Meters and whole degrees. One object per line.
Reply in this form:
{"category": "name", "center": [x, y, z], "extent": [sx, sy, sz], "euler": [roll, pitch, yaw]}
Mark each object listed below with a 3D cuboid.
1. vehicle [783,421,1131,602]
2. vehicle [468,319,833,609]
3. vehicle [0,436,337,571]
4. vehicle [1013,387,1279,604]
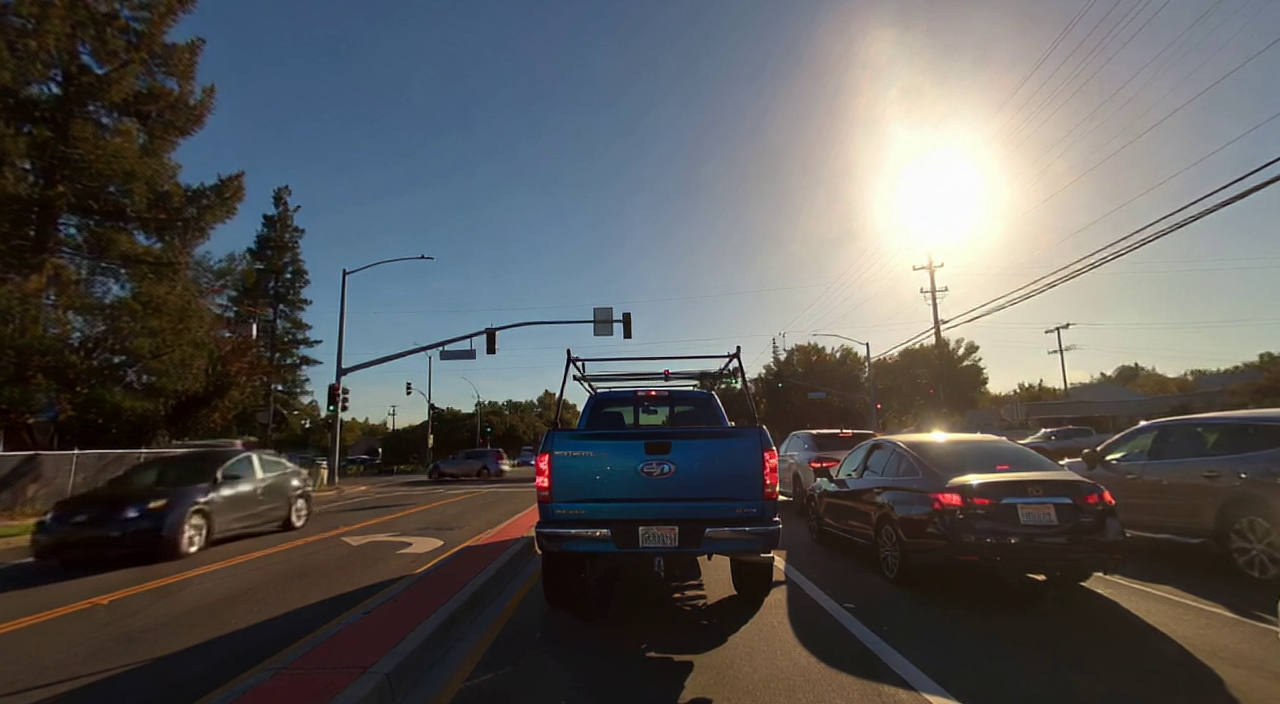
{"category": "vehicle", "center": [3.118, 1.638, 7.371], "extent": [1.993, 1.495, 4.060], "euler": [0, -8, 1]}
{"category": "vehicle", "center": [0.117, 1.307, 8.094], "extent": [2.831, 2.284, 6.149], "euler": [0, -8, 1]}
{"category": "vehicle", "center": [-7.374, 2.276, 10.379], "extent": [2.369, 1.690, 4.529], "euler": [0, -8, 2]}
{"category": "vehicle", "center": [6.156, 1.363, 6.469], "extent": [1.982, 1.727, 4.352], "euler": [0, -8, 1]}
